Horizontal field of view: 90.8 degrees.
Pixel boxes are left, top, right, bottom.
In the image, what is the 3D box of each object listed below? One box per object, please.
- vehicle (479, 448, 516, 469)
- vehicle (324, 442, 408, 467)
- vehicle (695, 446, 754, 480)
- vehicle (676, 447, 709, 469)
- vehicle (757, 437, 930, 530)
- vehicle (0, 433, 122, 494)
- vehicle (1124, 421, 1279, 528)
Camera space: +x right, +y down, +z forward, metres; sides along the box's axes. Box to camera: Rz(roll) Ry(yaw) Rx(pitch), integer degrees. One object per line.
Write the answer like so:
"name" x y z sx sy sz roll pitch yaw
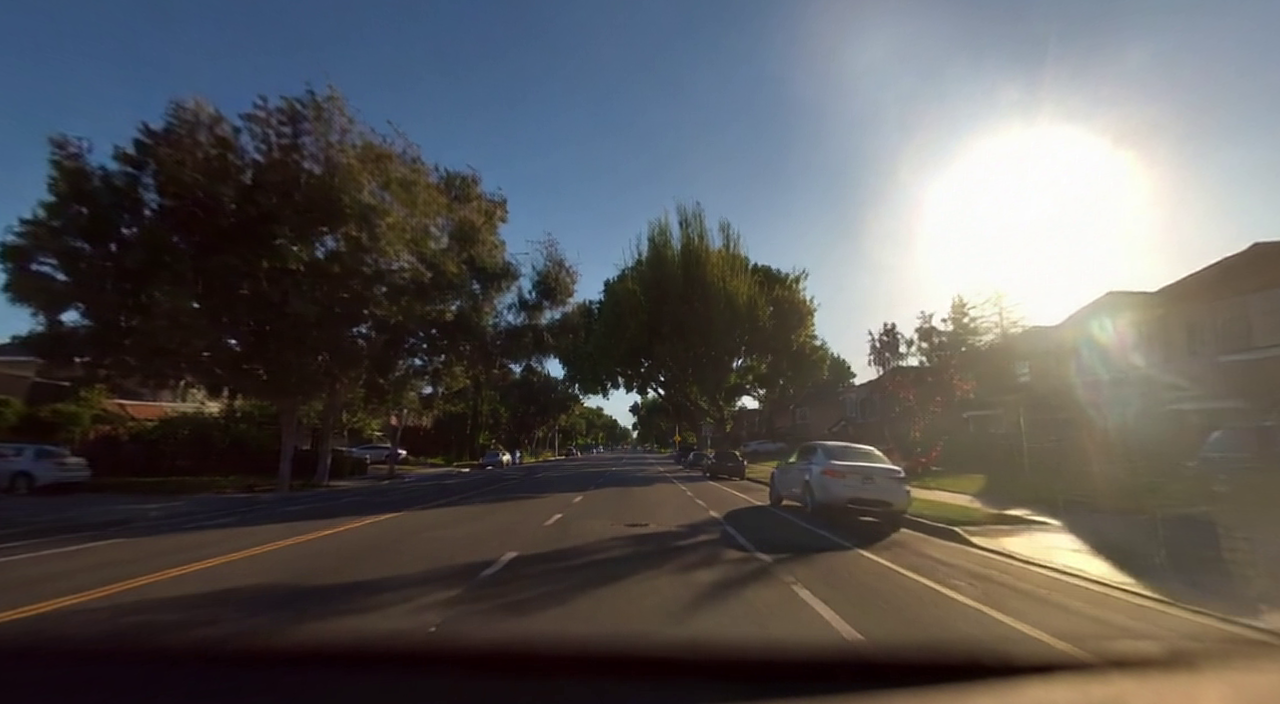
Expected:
"vehicle" -11.027 8.282 49.250 1.895 1.551 4.229 0 -9 0
"vehicle" -20.157 7.561 46.682 5.216 1.780 2.045 0 -9 -1
"vehicle" 4.046 5.399 31.043 1.997 1.510 4.555 0 -9 -4
"vehicle" 3.888 7.907 47.360 2.002 1.493 4.652 0 -9 -1
"vehicle" 4.016 2.664 13.452 1.999 1.615 4.513 0 -9 -3
"vehicle" -19.108 3.418 19.486 4.484 1.733 1.913 0 -9 0
"vehicle" 11.311 1.955 10.380 4.884 1.561 2.118 0 -9 1
